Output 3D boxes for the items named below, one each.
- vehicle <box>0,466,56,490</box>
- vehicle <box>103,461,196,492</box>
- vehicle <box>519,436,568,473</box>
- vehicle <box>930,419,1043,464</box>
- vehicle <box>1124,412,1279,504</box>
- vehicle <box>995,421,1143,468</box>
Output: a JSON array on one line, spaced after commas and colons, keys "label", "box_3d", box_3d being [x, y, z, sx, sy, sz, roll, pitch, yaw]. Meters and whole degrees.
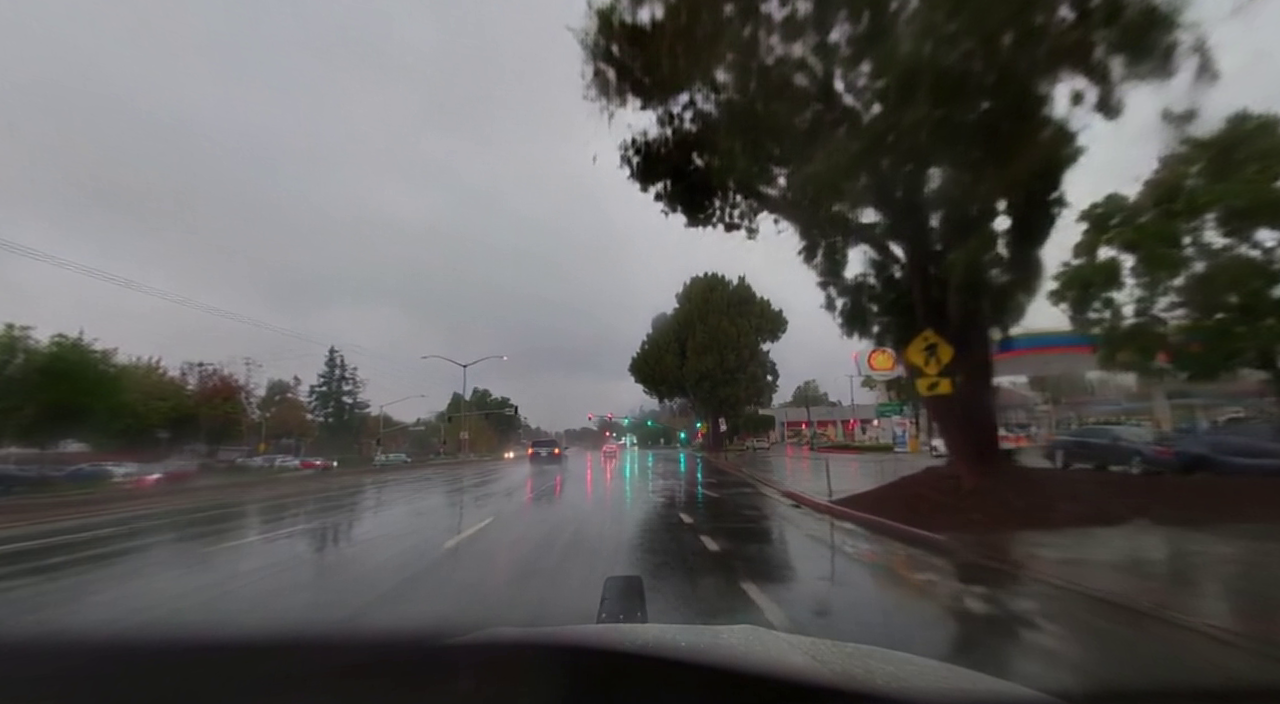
[{"label": "vehicle", "box_3d": [-44.117, 8.876, 44.642, 1.661, 1.404, 4.308, 0, -8, -3]}, {"label": "vehicle", "box_3d": [-26.940, 6.833, 34.930, 1.802, 1.448, 4.408, 0, -9, -4]}, {"label": "vehicle", "box_3d": [-4.957, 5.335, 33.158, 1.985, 1.772, 4.479, 0, -8, -2]}, {"label": "vehicle", "box_3d": [13.781, 3.600, 25.386, 3.562, 1.693, 1.876, -1, -10, 16]}, {"label": "vehicle", "box_3d": [12.842, 1.978, 12.578, 4.612, 1.491, 2.061, -4, -8, 0]}, {"label": "vehicle", "box_3d": [13.468, 2.936, 19.995, 3.453, 1.409, 1.608, 0, -9, 1]}]
